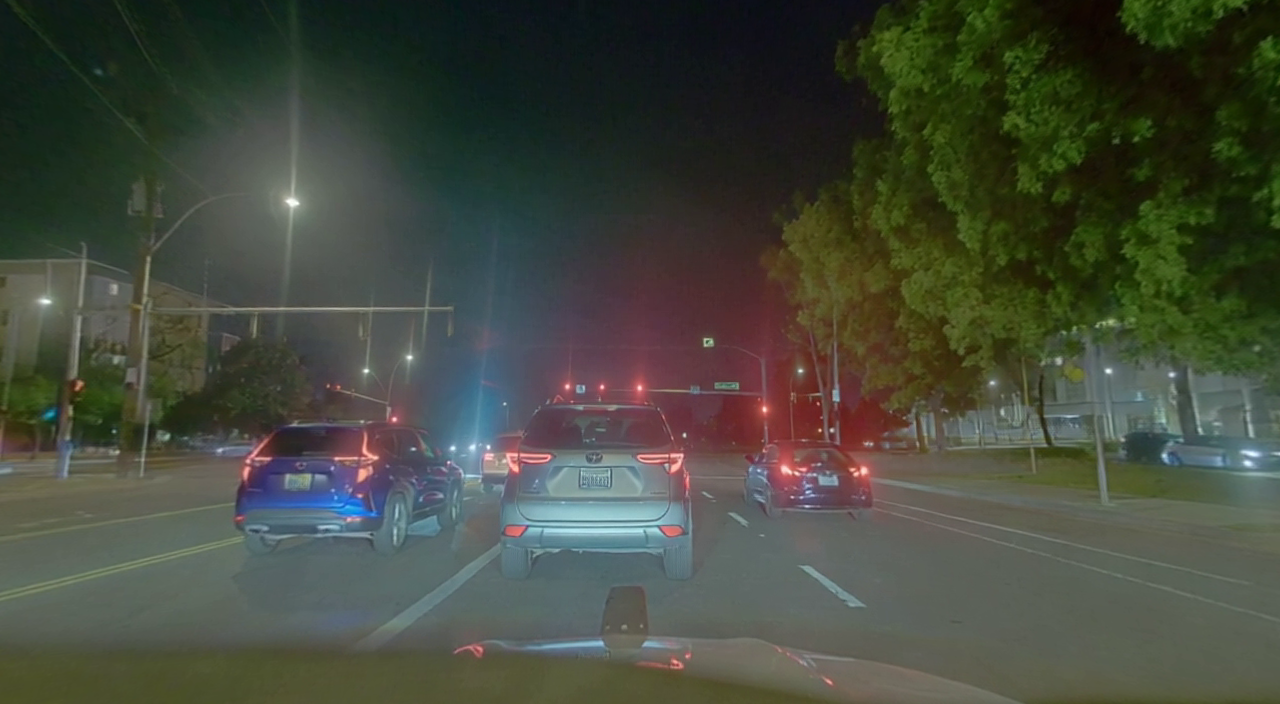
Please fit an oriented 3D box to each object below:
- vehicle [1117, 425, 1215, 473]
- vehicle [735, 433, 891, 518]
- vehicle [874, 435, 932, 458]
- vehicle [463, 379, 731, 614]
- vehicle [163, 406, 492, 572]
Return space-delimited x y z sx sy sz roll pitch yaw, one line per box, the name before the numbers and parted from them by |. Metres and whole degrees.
vehicle | 19.248 3.524 22.998 4.215 1.578 1.892 7 -11 -40
vehicle | 3.412 2.520 13.421 2.121 1.494 4.208 0 -8 0
vehicle | 20.013 7.194 47.914 4.361 1.653 2.034 6 -10 -36
vehicle | -0.336 1.436 7.121 2.064 1.817 4.298 0 -8 0
vehicle | -3.712 1.723 8.734 2.160 1.666 4.583 0 -8 1
